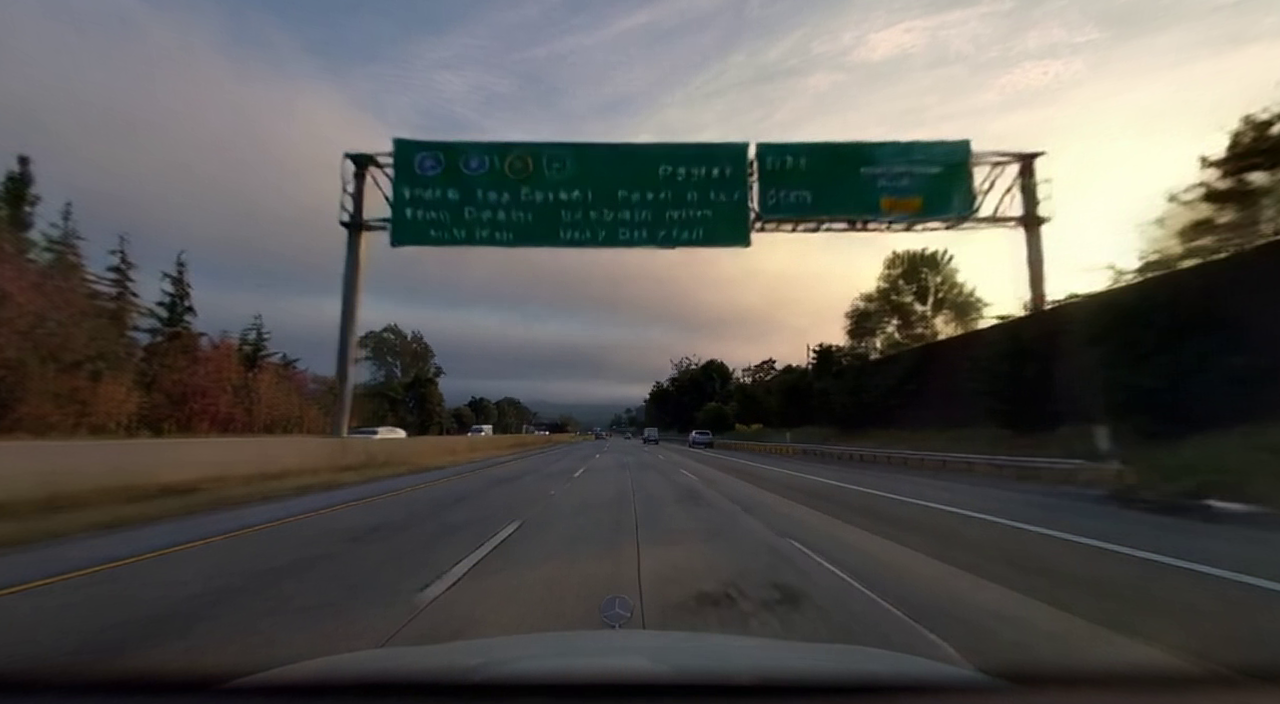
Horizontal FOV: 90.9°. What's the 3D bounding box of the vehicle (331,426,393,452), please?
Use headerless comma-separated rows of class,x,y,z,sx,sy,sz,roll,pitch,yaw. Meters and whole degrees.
vehicle,-16.734,5.280,38.180,1.925,1.439,4.123,0,-8,-1
